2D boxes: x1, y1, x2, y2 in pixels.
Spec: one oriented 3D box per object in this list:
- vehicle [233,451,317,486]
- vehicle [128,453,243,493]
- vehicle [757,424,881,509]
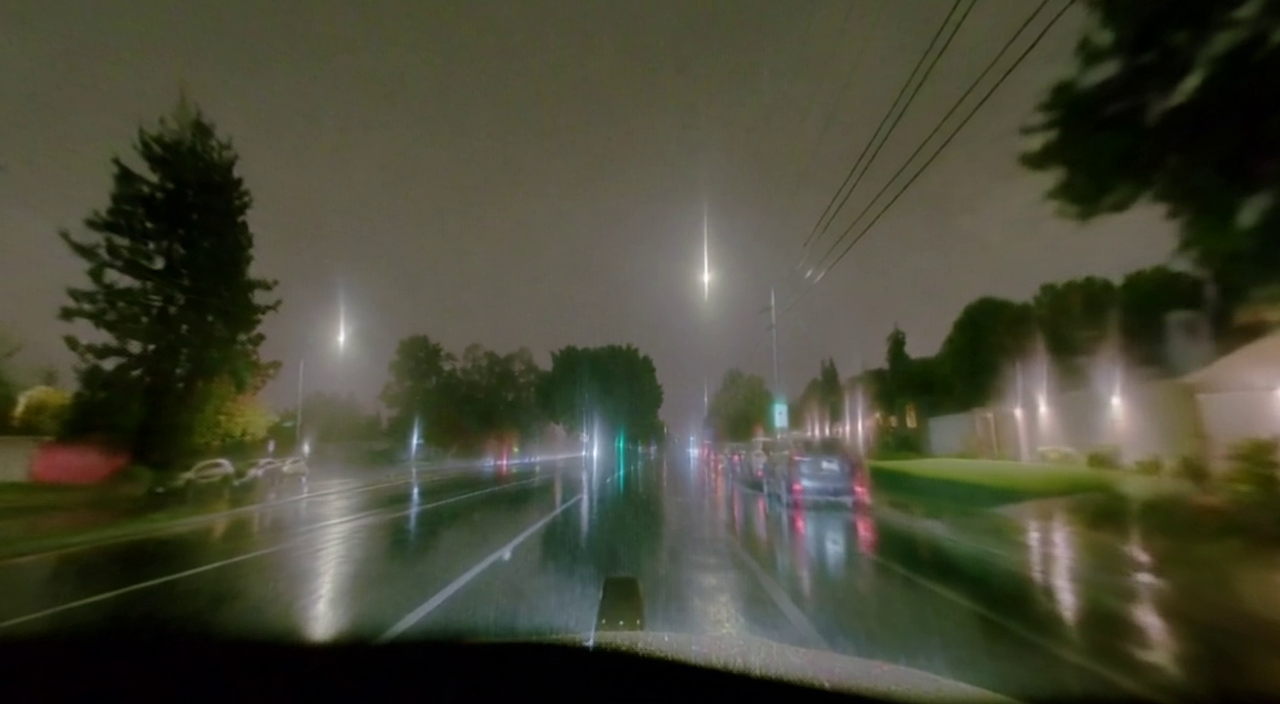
[{"bbox_3d":[-22.572,7.201,39.317,2.171,1.745,4.867,-2,-7,3],"label":"vehicle"},{"bbox_3d":[-23.273,6.198,32.636,2.120,1.824,4.908,-1,-9,3],"label":"vehicle"},{"bbox_3d":[4.099,2.700,15.283,2.013,1.710,4.403,-1,-9,4],"label":"vehicle"}]
